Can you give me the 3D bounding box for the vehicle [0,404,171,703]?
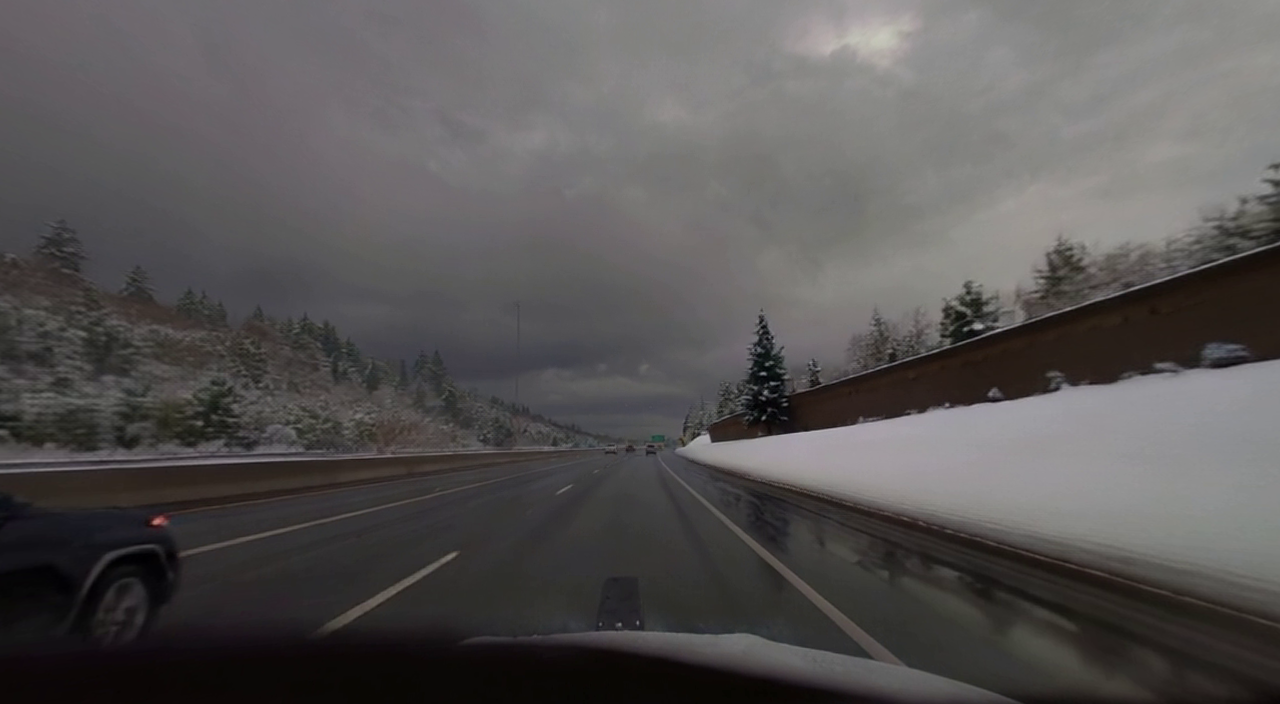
[{"bbox_3d":[-3.780,0.871,1.963,1.991,1.507,3.391,0,-9,0],"label":"vehicle"}]
